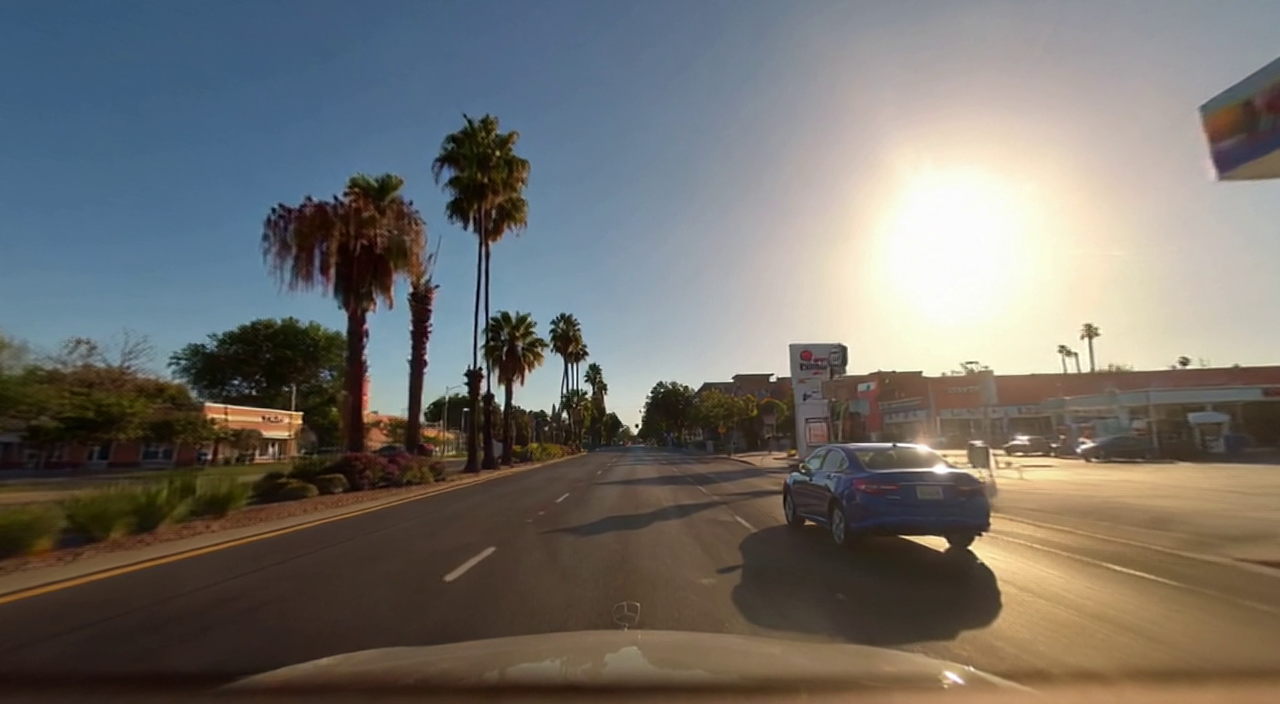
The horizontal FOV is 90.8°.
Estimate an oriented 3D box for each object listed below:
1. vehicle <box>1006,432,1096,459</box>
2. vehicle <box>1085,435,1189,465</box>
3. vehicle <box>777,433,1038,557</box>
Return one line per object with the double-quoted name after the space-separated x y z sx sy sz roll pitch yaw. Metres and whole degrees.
32.329 7.379 49.809 5.339 1.812 2.175 -3 -9 3 "vehicle"
28.527 5.627 36.377 4.280 1.637 2.009 0 -9 -2 "vehicle"
3.624 1.989 9.615 1.978 1.442 4.262 0 -8 -2 "vehicle"
